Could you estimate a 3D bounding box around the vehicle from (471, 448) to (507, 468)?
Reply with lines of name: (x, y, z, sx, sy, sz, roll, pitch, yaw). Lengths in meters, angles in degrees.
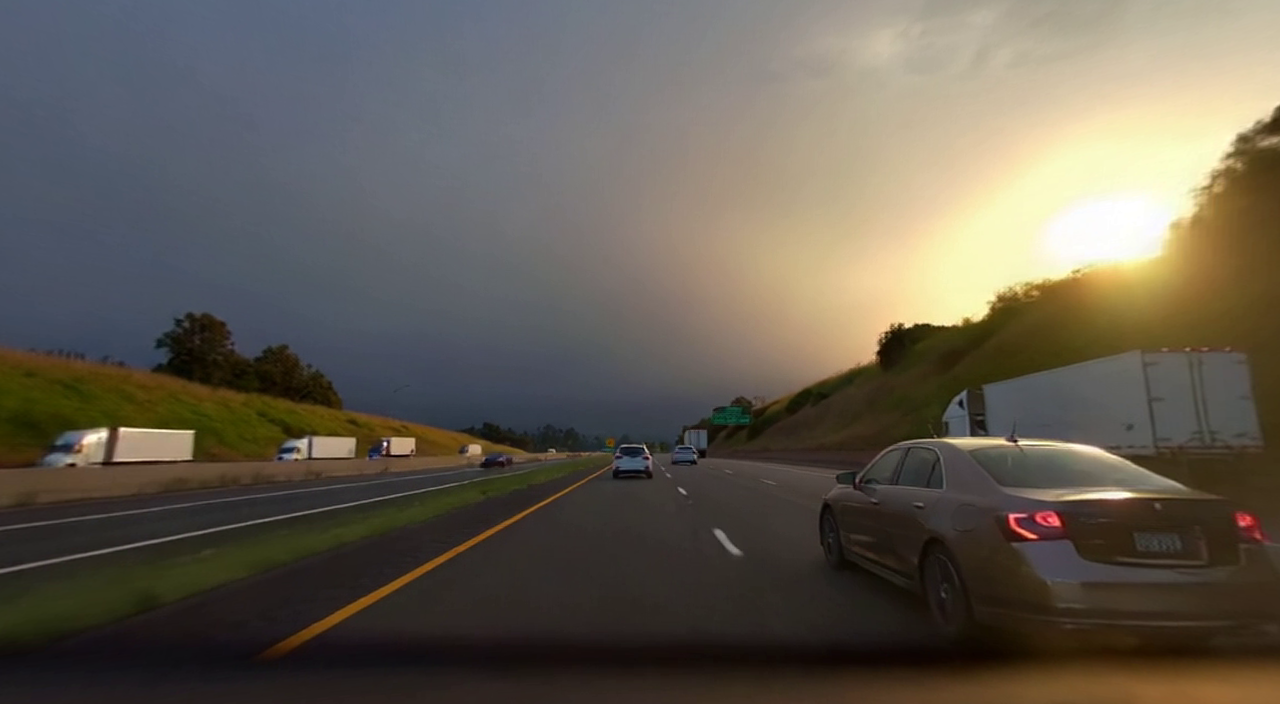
vehicle: (-11.718, 8.270, 49.218, 1.808, 1.491, 4.167, 0, -9, 0)

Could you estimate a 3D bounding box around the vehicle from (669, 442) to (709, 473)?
vehicle: (2.882, 6.304, 37.776, 2.048, 1.704, 4.284, 0, -9, 0)

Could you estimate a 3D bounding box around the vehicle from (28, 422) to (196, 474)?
vehicle: (-36.223, 6.743, 44.059, 2.726, 3.138, 10.258, 0, -9, 1)

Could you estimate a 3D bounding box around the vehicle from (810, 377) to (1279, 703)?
vehicle: (2.903, 1.210, 4.499, 1.997, 1.534, 4.664, 0, -9, -1)

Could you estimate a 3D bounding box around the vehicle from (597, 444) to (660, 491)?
vehicle: (-0.376, 3.943, 21.791, 1.970, 1.441, 3.846, 0, -9, -1)
